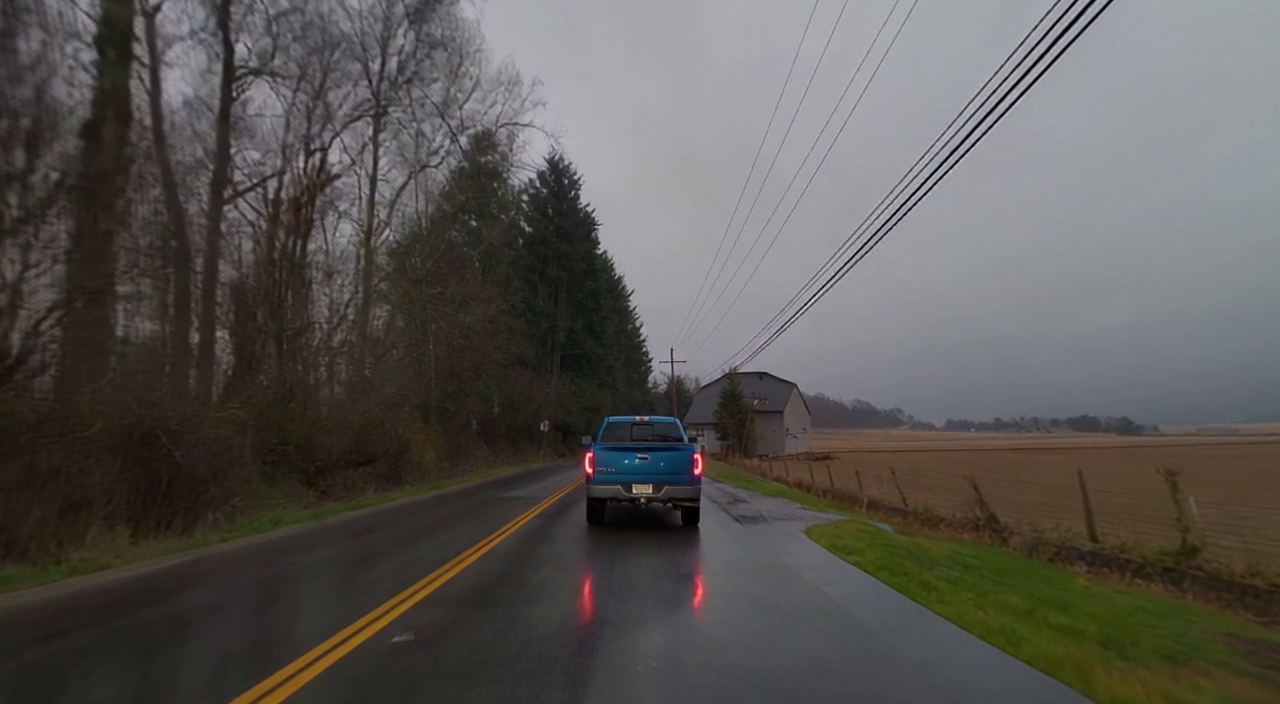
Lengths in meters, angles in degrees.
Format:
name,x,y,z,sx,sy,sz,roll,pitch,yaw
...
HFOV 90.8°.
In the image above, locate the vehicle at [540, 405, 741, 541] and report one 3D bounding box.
name,x,y,z,sx,sy,sz,roll,pitch,yaw
vehicle,-0.064,2.112,11.773,2.774,1.861,5.885,0,-8,-2
